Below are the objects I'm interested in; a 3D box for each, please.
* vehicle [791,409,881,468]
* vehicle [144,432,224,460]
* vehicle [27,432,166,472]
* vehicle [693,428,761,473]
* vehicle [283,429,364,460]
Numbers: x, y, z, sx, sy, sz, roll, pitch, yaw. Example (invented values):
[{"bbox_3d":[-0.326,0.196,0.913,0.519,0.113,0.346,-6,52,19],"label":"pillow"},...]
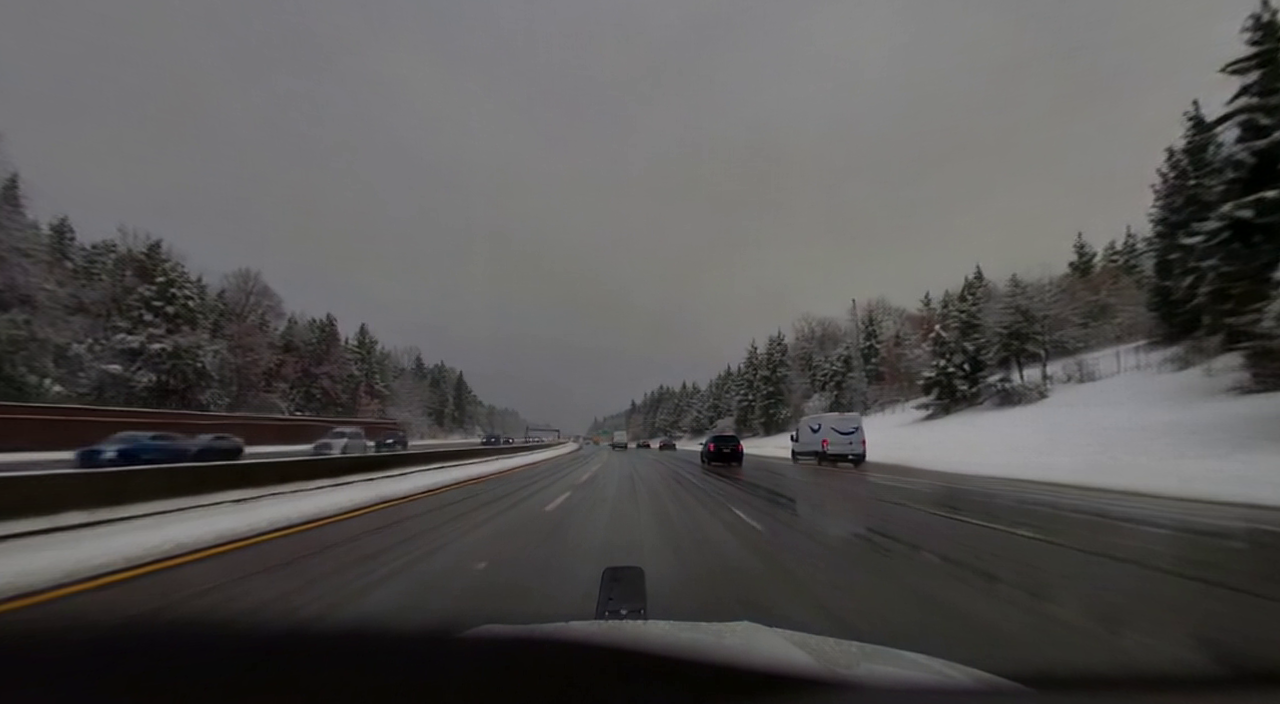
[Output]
[{"bbox_3d":[10.239,4.665,33.766,2.274,2.802,6.802,0,-8,-3],"label":"vehicle"},{"bbox_3d":[-29.897,6.193,41.574,1.951,1.732,4.581,0,-8,-2],"label":"vehicle"},{"bbox_3d":[-21.789,4.022,25.550,1.895,1.469,4.267,0,-8,-1],"label":"vehicle"},{"bbox_3d":[3.628,4.221,27.145,2.141,1.732,4.279,0,-8,-2],"label":"vehicle"},{"bbox_3d":[-18.404,5.453,36.992,2.199,1.660,5.133,0,-8,-2],"label":"vehicle"}]
